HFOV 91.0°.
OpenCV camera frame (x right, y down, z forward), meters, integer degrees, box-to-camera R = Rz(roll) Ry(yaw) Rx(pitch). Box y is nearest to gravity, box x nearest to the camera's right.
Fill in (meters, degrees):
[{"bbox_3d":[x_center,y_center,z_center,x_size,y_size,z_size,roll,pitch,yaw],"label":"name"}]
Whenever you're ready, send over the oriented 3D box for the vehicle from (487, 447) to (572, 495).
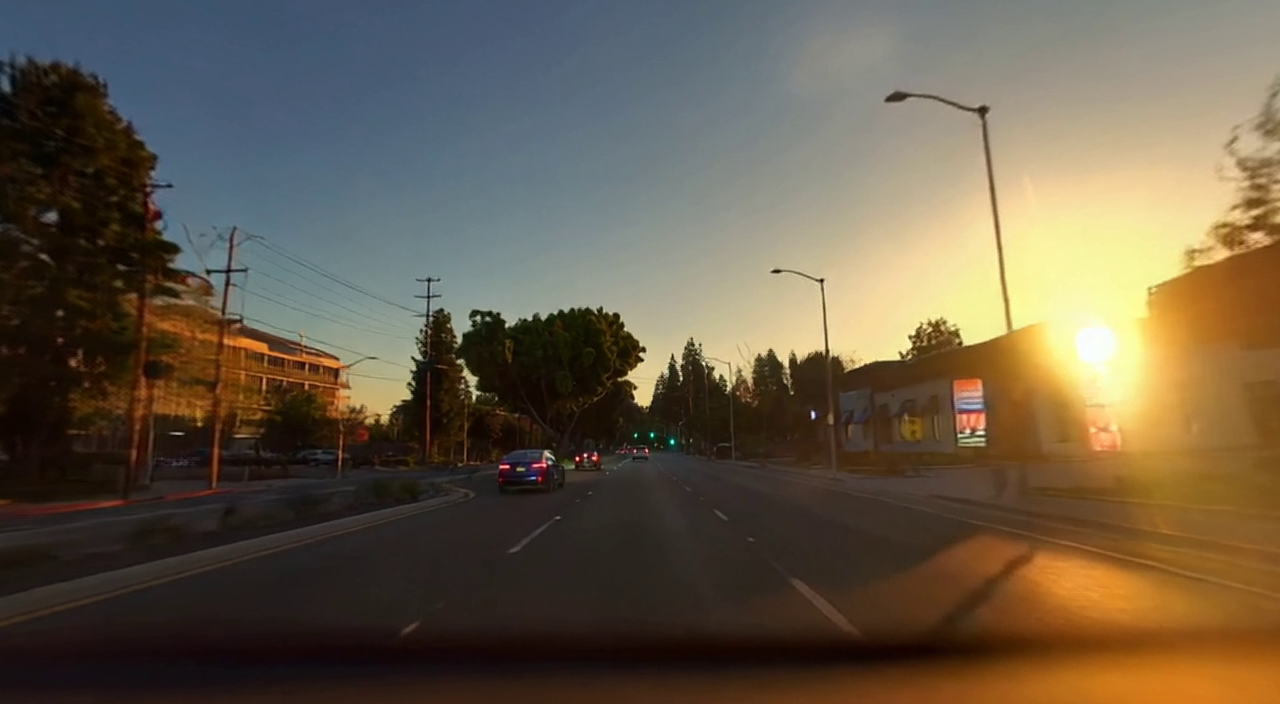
[{"bbox_3d":[-3.601,3.961,21.399,2.076,1.444,4.328,0,-9,0],"label":"vehicle"}]
